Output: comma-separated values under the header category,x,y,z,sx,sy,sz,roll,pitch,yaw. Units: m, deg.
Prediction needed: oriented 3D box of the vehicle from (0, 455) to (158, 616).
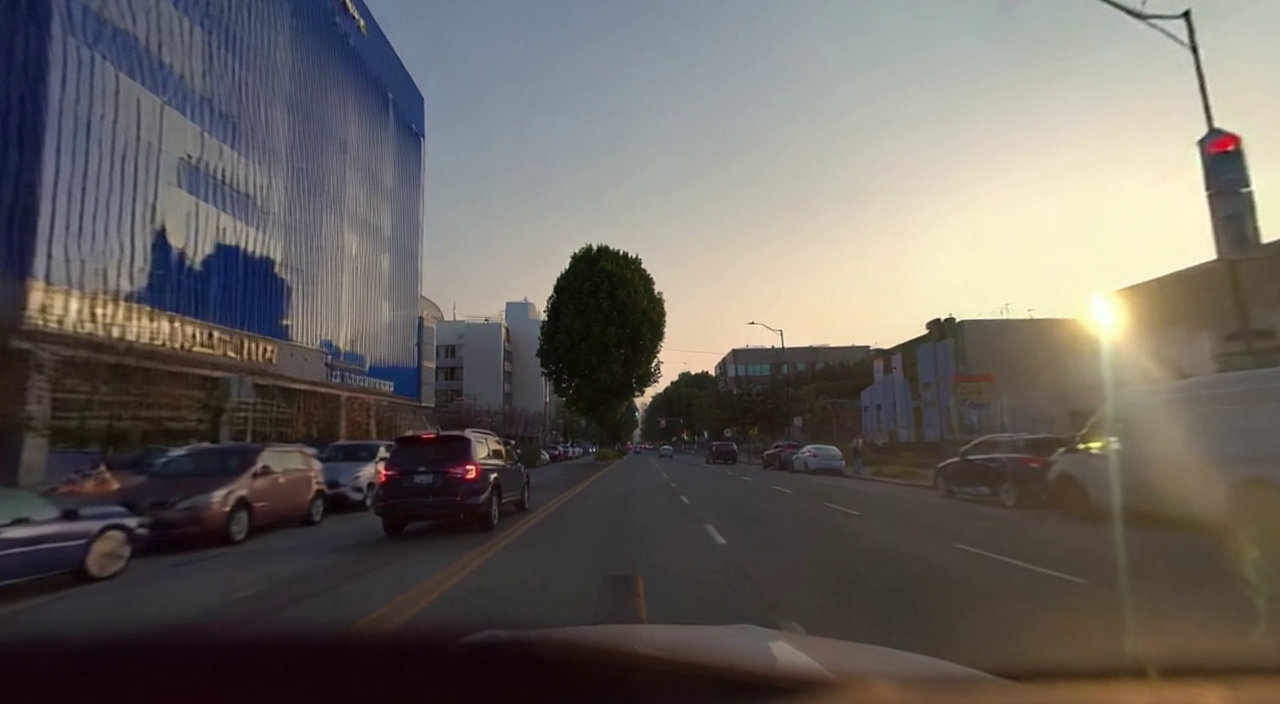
category,x,y,z,sx,sy,sz,roll,pitch,yaw
vehicle,-6.902,1.698,5.623,1.806,1.466,4.373,-1,-9,-1

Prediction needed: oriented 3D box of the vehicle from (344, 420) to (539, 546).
category,x,y,z,sx,sy,sz,roll,pitch,yaw
vehicle,-3.181,2.204,11.244,2.002,1.756,4.366,-1,-9,1

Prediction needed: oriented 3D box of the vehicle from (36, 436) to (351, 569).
category,x,y,z,sx,sy,sz,roll,pitch,yaw
vehicle,-7.066,2.373,10.910,1.860,1.723,4.950,-1,-9,-1

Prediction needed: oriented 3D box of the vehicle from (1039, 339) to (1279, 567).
category,x,y,z,sx,sy,sz,roll,pitch,yaw
vehicle,9.114,1.519,9.626,2.285,2.778,5.847,-1,-9,2

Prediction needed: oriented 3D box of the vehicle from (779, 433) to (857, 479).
category,x,y,z,sx,sy,sz,roll,pitch,yaw
vehicle,9.050,5.375,32.753,2.249,2.117,5.743,-1,-9,0
